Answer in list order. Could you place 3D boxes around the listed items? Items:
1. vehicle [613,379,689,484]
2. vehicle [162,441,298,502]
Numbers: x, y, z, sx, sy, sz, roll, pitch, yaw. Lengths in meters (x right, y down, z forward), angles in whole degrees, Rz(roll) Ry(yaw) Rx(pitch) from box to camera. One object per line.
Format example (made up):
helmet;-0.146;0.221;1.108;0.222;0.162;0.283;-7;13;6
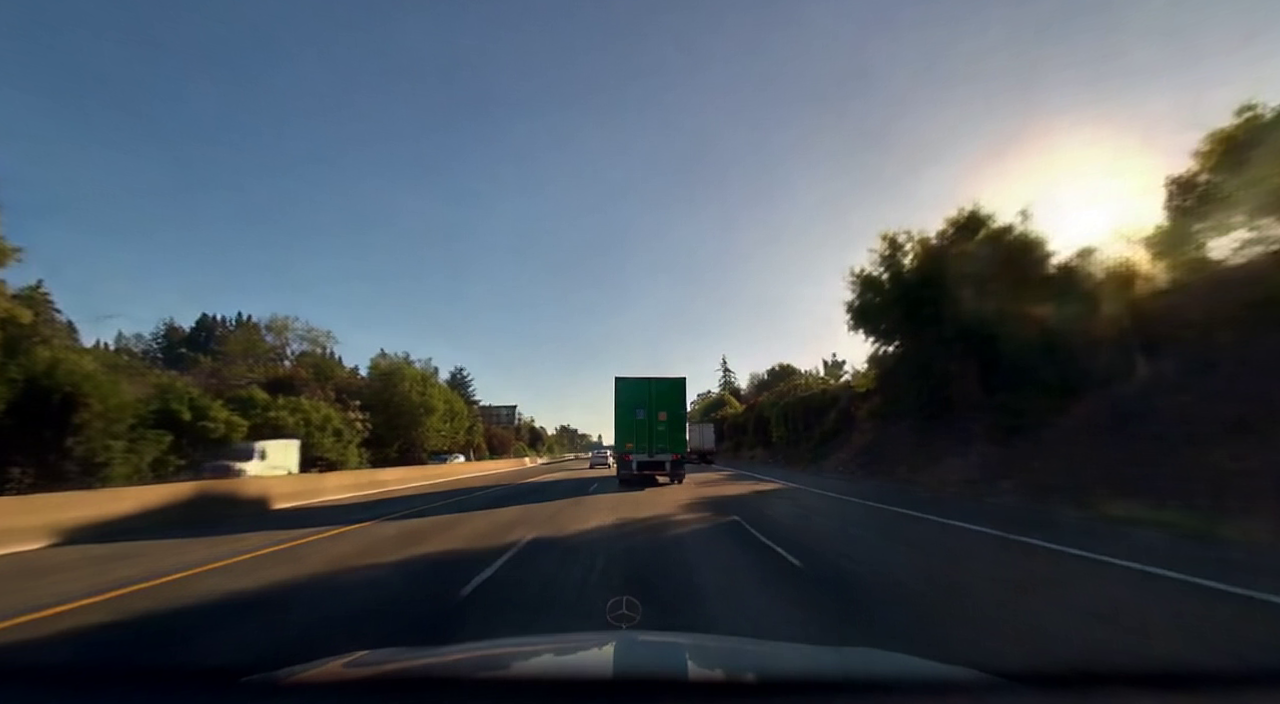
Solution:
vehicle;0.463;3.942;30.155;2.932;4.042;11.054;0;-9;0
vehicle;-18.772;5.447;29.362;2.296;2.503;5.755;0;-9;1
